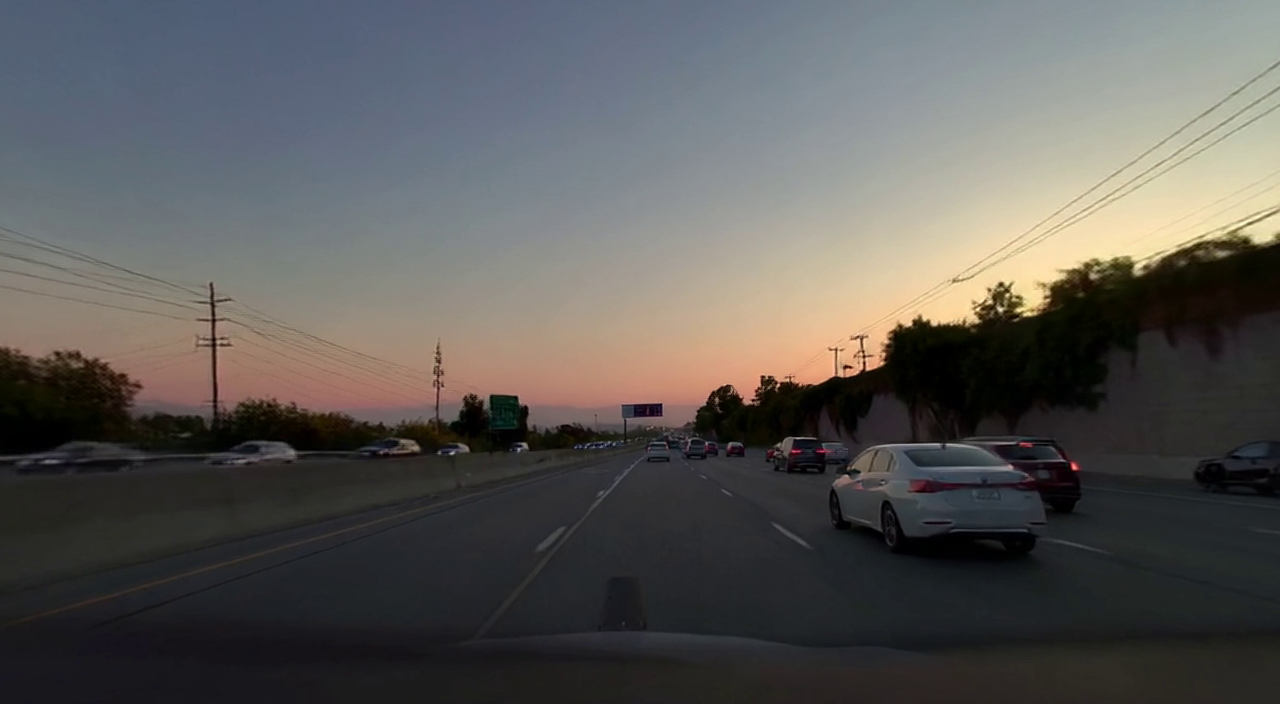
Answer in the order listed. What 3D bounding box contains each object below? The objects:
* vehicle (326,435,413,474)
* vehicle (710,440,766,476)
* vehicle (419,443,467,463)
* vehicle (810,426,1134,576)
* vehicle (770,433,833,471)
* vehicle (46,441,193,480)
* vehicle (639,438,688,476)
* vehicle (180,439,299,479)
[{"bbox_3d":[-12.902,4.921,30.412,1.958,1.720,4.610,0,-8,2],"label":"vehicle"},{"bbox_3d":[4.350,4.760,28.571,1.936,1.465,4.060,0,-8,0],"label":"vehicle"},{"bbox_3d":[-15.523,7.977,49.986,2.041,1.480,4.759,-1,-8,3],"label":"vehicle"},{"bbox_3d":[3.921,1.817,8.572,1.986,1.478,4.429,0,-8,0],"label":"vehicle"},{"bbox_3d":[8.207,5.148,32.549,2.041,1.821,4.562,0,-8,0],"label":"vehicle"},{"bbox_3d":[-21.241,4.432,26.069,1.923,1.464,4.740,0,-8,2],"label":"vehicle"},{"bbox_3d":[1.015,4.687,28.324,2.042,1.581,3.769,0,-8,1],"label":"vehicle"},{"bbox_3d":[-16.931,4.530,26.995,1.870,1.544,4.636,0,-8,2],"label":"vehicle"}]
